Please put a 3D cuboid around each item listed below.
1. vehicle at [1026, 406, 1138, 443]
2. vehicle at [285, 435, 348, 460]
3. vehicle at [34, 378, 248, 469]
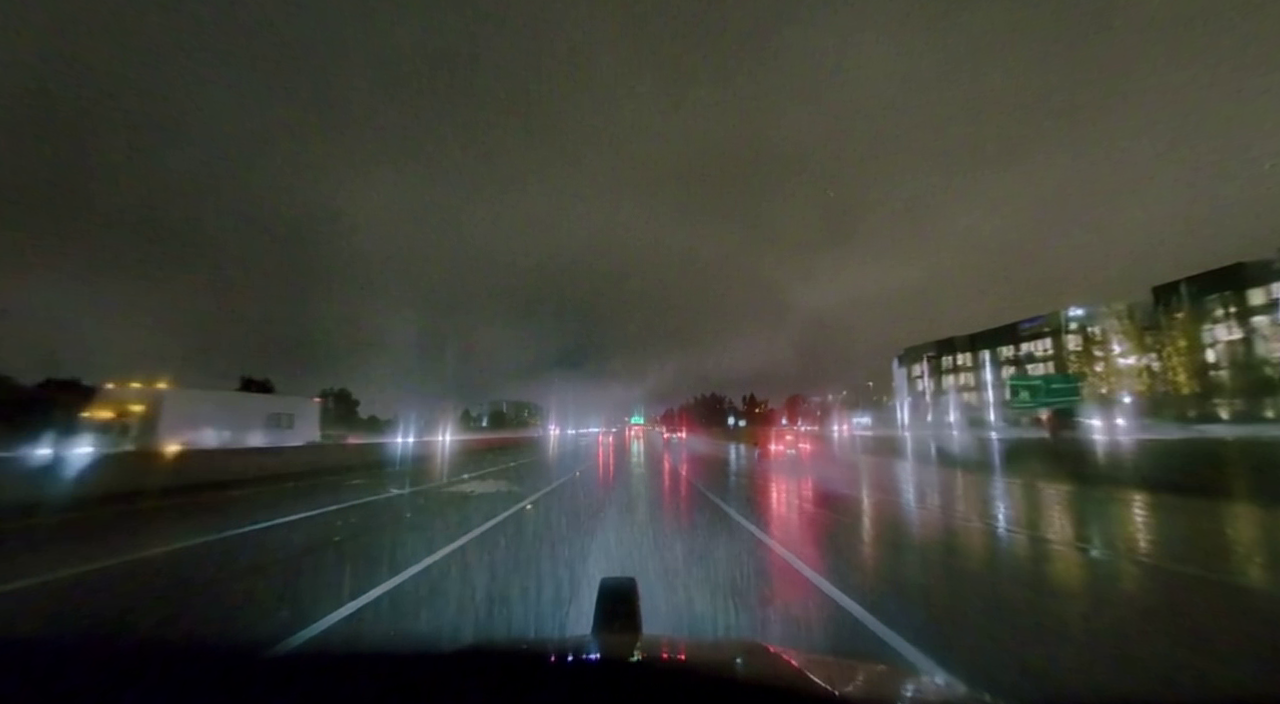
[{"bbox_3d":[19.000,3.199,27.312,1.718,1.467,4.407,-1,-8,1],"label":"vehicle"},{"bbox_3d":[-20.214,5.975,39.515,1.813,1.493,4.013,0,-8,0],"label":"vehicle"},{"bbox_3d":[-24.960,3.790,32.543,2.966,3.982,9.947,0,-8,-1],"label":"vehicle"}]
